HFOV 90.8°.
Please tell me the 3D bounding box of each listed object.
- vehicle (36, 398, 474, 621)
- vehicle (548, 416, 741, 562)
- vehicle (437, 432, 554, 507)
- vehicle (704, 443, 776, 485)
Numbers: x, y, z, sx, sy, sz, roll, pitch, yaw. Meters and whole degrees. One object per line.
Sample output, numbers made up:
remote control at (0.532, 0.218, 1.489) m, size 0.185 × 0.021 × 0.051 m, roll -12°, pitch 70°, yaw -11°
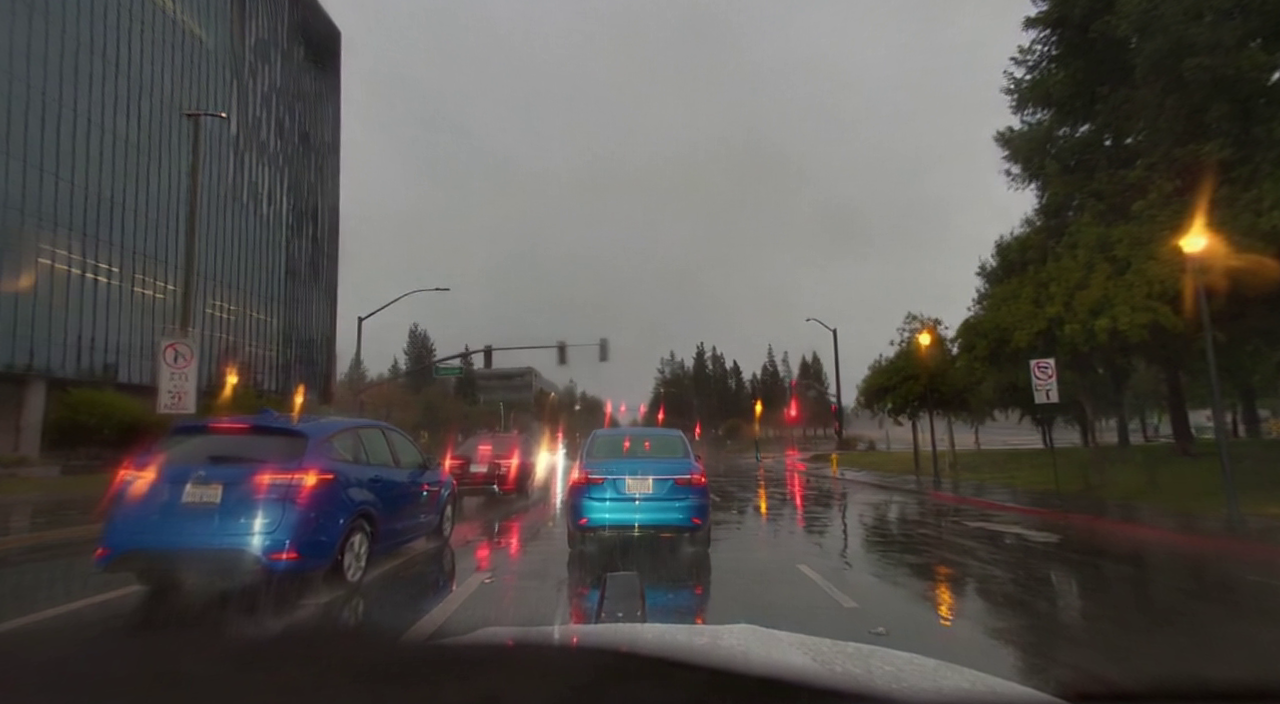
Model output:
vehicle at (-3.539, 1.529, 7.105) m, size 2.083 × 1.691 × 4.398 m, roll 0°, pitch -8°, yaw 1°
vehicle at (0.024, 1.882, 9.395) m, size 2.207 × 1.659 × 4.155 m, roll 0°, pitch -8°, yaw -1°
vehicle at (-3.590, 2.995, 16.582) m, size 2.068 × 1.678 × 4.199 m, roll 0°, pitch -8°, yaw 0°
vehicle at (3.753, 4.267, 24.465) m, size 2.082 × 1.445 × 4.426 m, roll 0°, pitch -8°, yaw 0°
